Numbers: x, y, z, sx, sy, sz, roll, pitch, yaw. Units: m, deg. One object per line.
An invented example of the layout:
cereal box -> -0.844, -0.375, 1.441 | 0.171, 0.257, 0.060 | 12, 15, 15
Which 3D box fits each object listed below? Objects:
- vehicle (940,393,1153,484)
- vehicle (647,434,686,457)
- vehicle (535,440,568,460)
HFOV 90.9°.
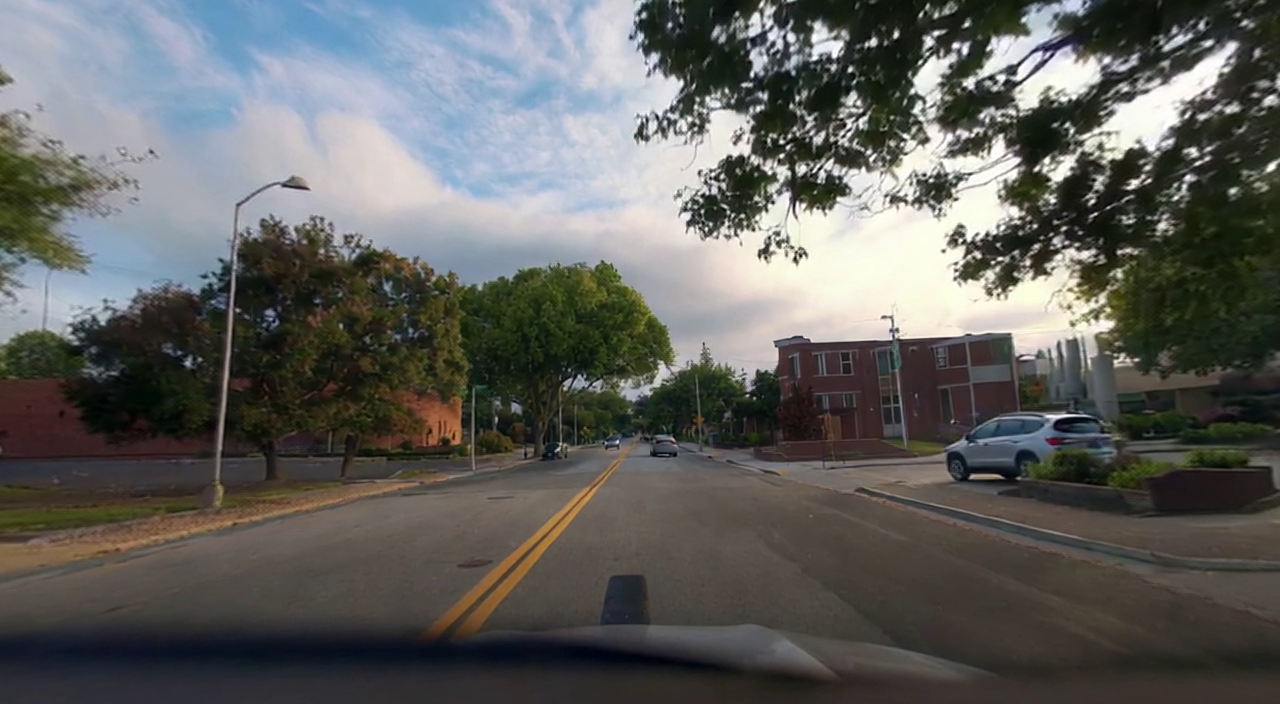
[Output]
vehicle -> 9.413, 2.143, 15.236 | 2.018, 1.840, 4.662 | 1, -9, 0
vehicle -> 2.011, 7.310, 49.539 | 2.097, 1.740, 4.277 | 1, -8, -12
vehicle -> -6.784, 7.579, 48.815 | 1.930, 1.463, 4.195 | 0, -8, 0
